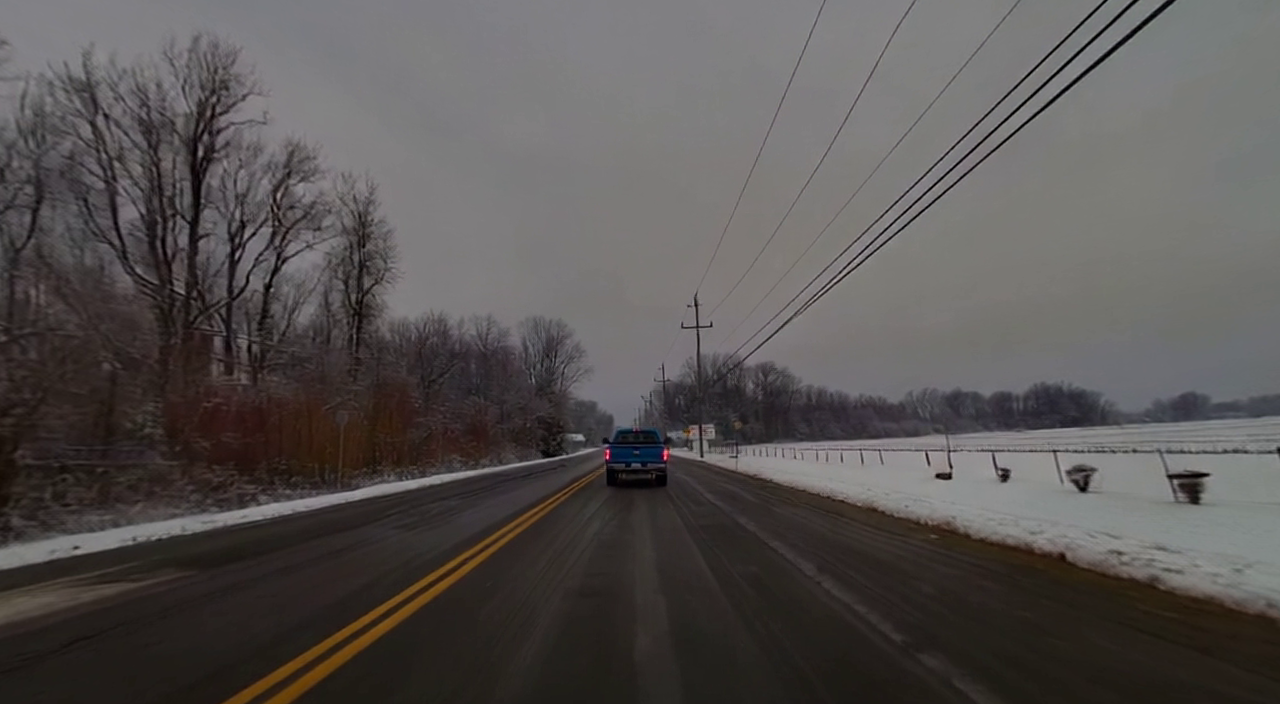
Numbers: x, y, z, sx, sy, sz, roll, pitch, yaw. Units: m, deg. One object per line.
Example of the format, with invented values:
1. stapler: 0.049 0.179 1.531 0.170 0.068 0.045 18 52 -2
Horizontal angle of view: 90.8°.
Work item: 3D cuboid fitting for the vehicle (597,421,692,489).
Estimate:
1. vehicle: 0.071 3.691 23.029 2.921 2.031 7.416 0 -8 -1
